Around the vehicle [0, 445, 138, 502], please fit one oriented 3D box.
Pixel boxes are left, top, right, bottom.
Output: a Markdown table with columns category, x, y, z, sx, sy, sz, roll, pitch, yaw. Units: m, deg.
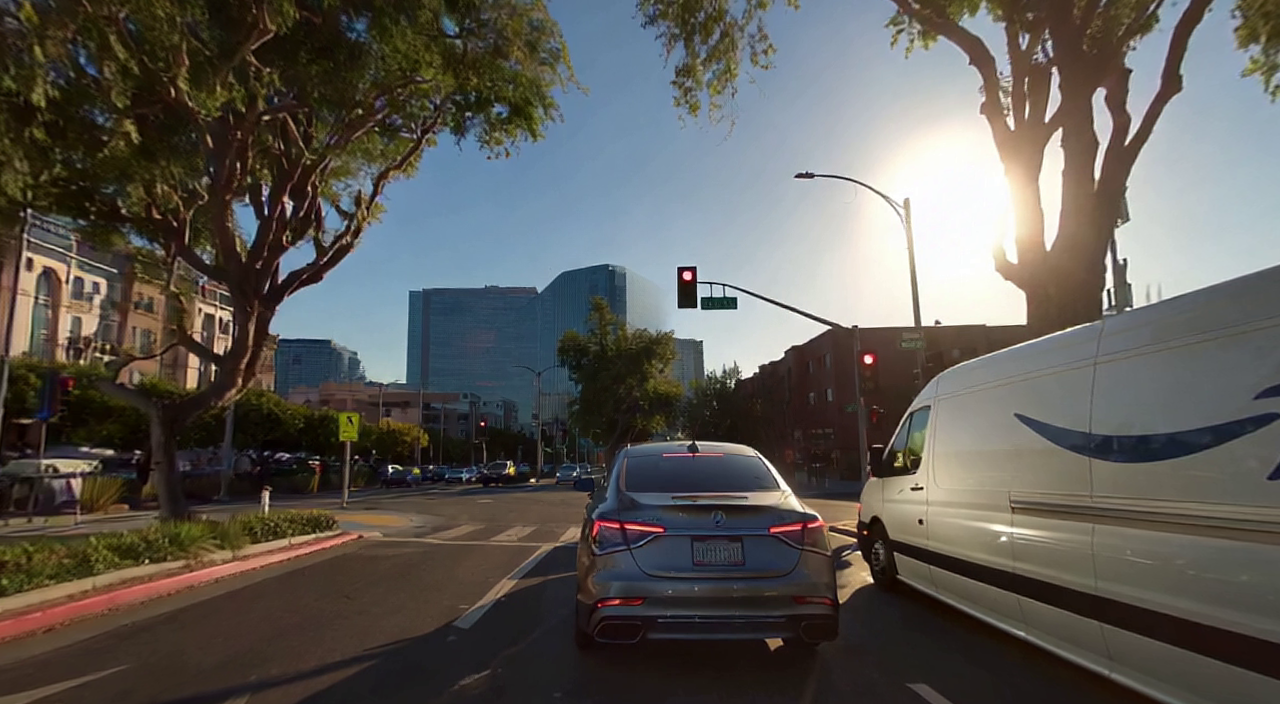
| category | x | y | z | sx | sy | sz | roll | pitch | yaw |
| --- | --- | --- | --- | --- | --- | --- | --- | --- | --- |
| vehicle | -29.534 | 6.176 | 32.111 | 5.743 | 2.738 | 2.263 | 1 | -10 | 0 |

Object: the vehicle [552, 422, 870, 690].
| category | x | y | z | sx | sy | sz | roll | pitch | yaw |
| --- | --- | --- | --- | --- | --- | --- | --- | --- | --- |
| vehicle | 0.391 | 1.602 | 5.792 | 1.961 | 1.629 | 3.610 | 1 | -10 | -2 |

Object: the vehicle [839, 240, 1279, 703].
| category | x | y | z | sx | sy | sz | roll | pitch | yaw |
| --- | --- | --- | --- | --- | --- | --- | --- | --- | --- |
| vehicle | 2.847 | 0.909 | 2.997 | 2.054 | 1.965 | 5.248 | 1 | -11 | 0 |
